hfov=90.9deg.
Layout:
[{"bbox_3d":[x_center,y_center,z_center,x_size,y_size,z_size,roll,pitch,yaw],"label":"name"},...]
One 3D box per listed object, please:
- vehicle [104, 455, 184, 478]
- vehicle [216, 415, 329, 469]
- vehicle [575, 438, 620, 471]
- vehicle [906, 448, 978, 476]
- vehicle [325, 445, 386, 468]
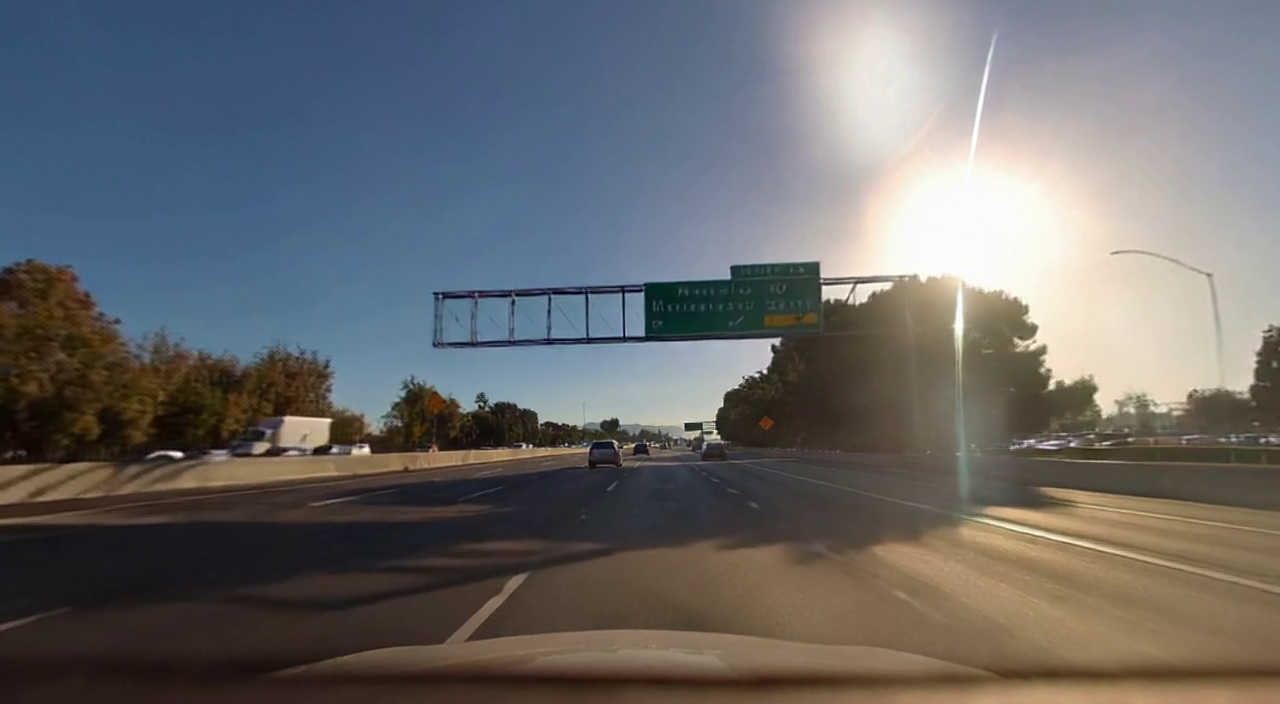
[{"bbox_3d":[-34.385,7.904,43.909,1.772,1.426,4.570,0,-8,1],"label":"vehicle"},{"bbox_3d":[-23.065,5.726,40.094,2.786,3.101,6.737,-1,-8,3],"label":"vehicle"},{"bbox_3d":[-2.330,5.796,35.766,2.196,1.733,4.355,0,-8,1],"label":"vehicle"},{"bbox_3d":[17.626,6.394,37.088,1.818,1.497,4.469,0,-8,-3],"label":"vehicle"},{"bbox_3d":[-18.927,6.947,42.126,1.949,1.447,4.275,-1,-8,2],"label":"vehicle"}]
